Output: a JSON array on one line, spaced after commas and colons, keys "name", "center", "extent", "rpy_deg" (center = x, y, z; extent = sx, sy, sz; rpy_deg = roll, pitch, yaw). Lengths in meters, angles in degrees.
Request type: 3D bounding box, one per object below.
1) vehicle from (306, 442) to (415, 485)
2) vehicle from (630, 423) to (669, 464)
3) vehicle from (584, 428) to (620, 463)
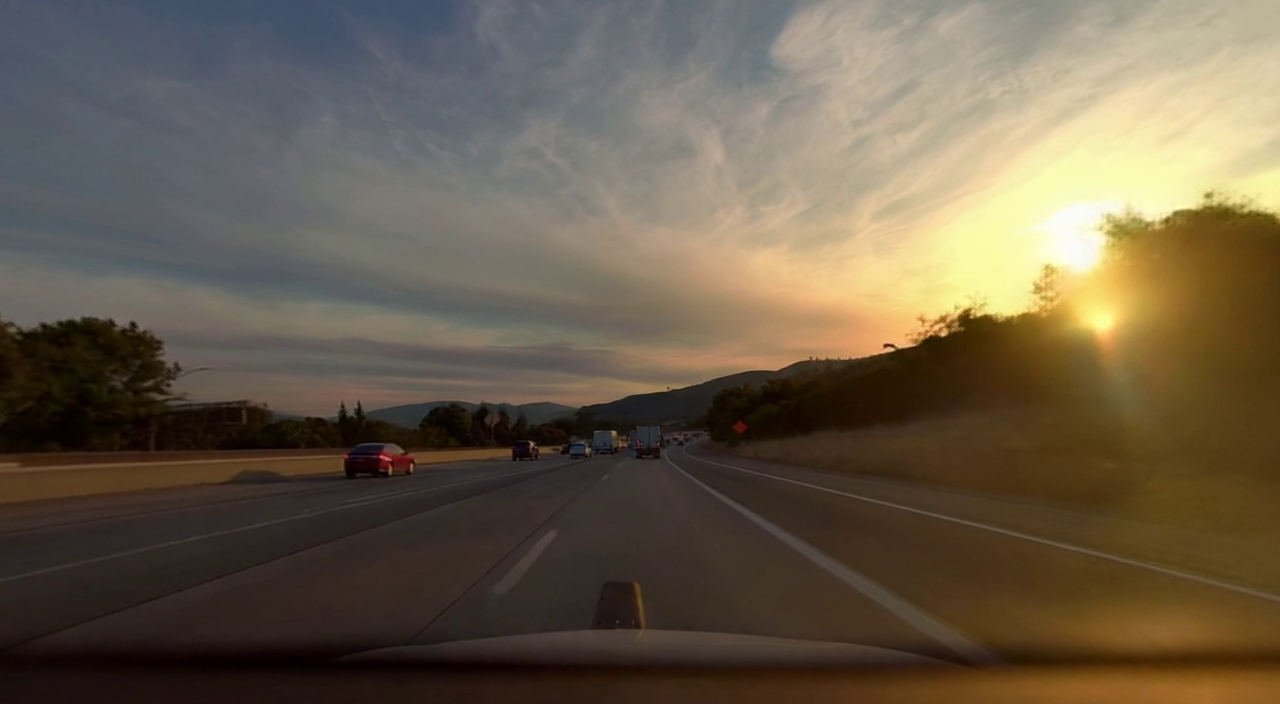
[{"name": "vehicle", "center": [-10.327, 4.136, 23.820], "extent": [1.952, 1.457, 4.689], "rpy_deg": [0, -8, 0]}, {"name": "vehicle", "center": [0.731, 7.009, 48.718], "extent": [2.768, 2.854, 6.757], "rpy_deg": [1, -8, 1]}, {"name": "vehicle", "center": [-2.872, 7.319, 49.357], "extent": [2.328, 2.519, 5.238], "rpy_deg": [0, -8, 1]}]
